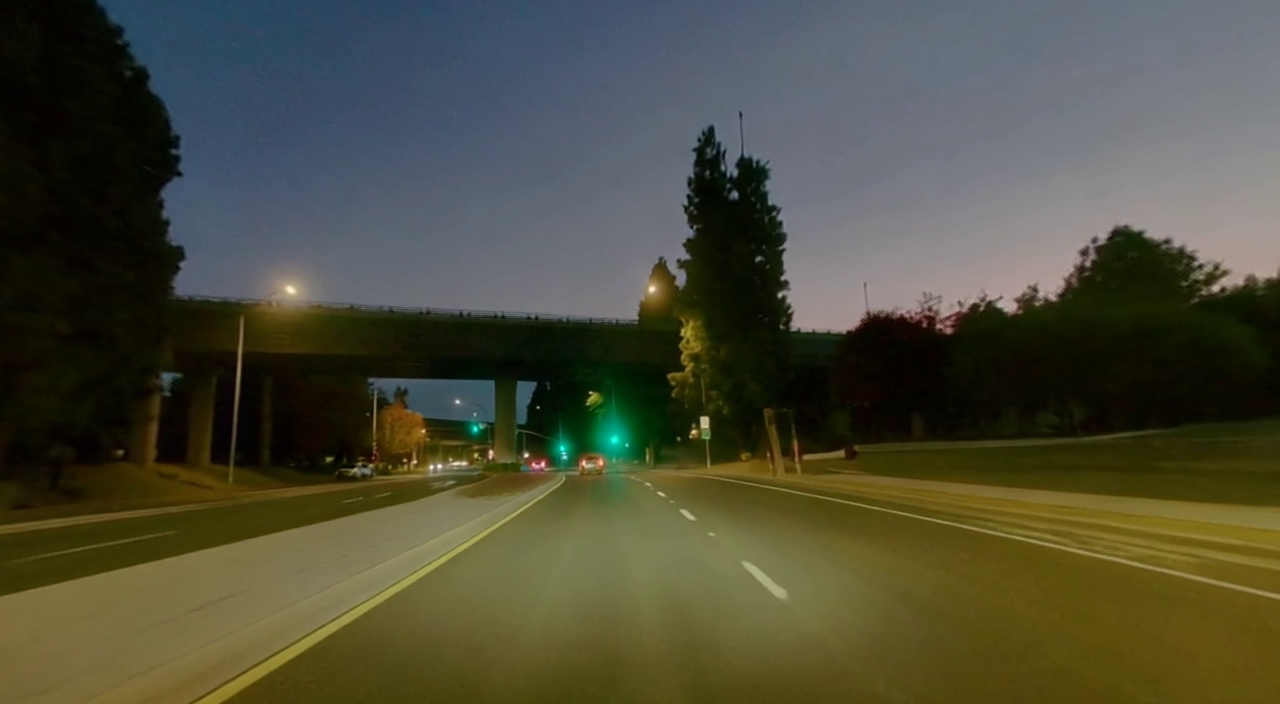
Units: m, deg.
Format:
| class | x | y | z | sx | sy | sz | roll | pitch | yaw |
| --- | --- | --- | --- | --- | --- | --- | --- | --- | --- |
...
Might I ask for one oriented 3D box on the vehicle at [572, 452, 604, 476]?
| class | x | y | z | sx | sy | sz | roll | pitch | yaw |
| --- | --- | --- | --- | --- | --- | --- | --- | --- | --- |
| vehicle | -4.092 | 8.655 | 49.150 | 2.184 | 1.713 | 4.231 | 1 | -9 | -9 |
